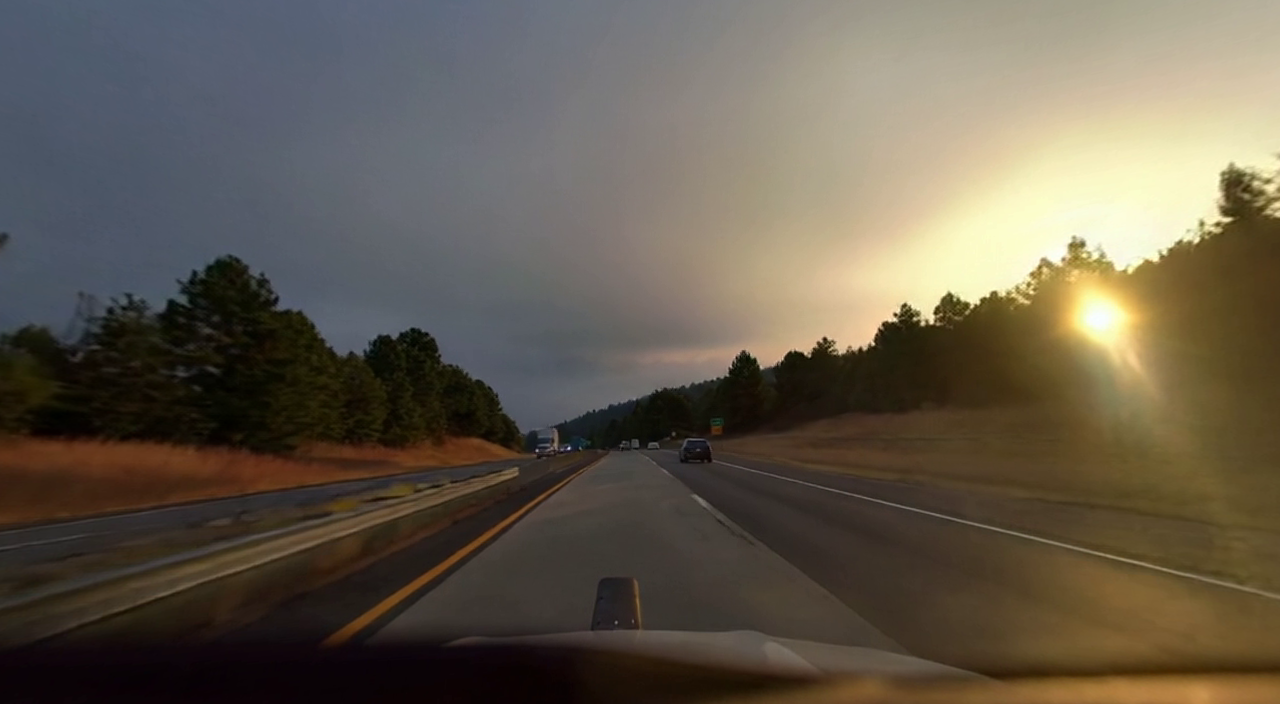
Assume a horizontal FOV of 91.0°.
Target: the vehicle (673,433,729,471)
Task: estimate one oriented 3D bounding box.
[{"bbox_3d":[2.780,4.686,29.708,2.043,1.673,4.016,0,-8,-3],"label":"vehicle"}]
